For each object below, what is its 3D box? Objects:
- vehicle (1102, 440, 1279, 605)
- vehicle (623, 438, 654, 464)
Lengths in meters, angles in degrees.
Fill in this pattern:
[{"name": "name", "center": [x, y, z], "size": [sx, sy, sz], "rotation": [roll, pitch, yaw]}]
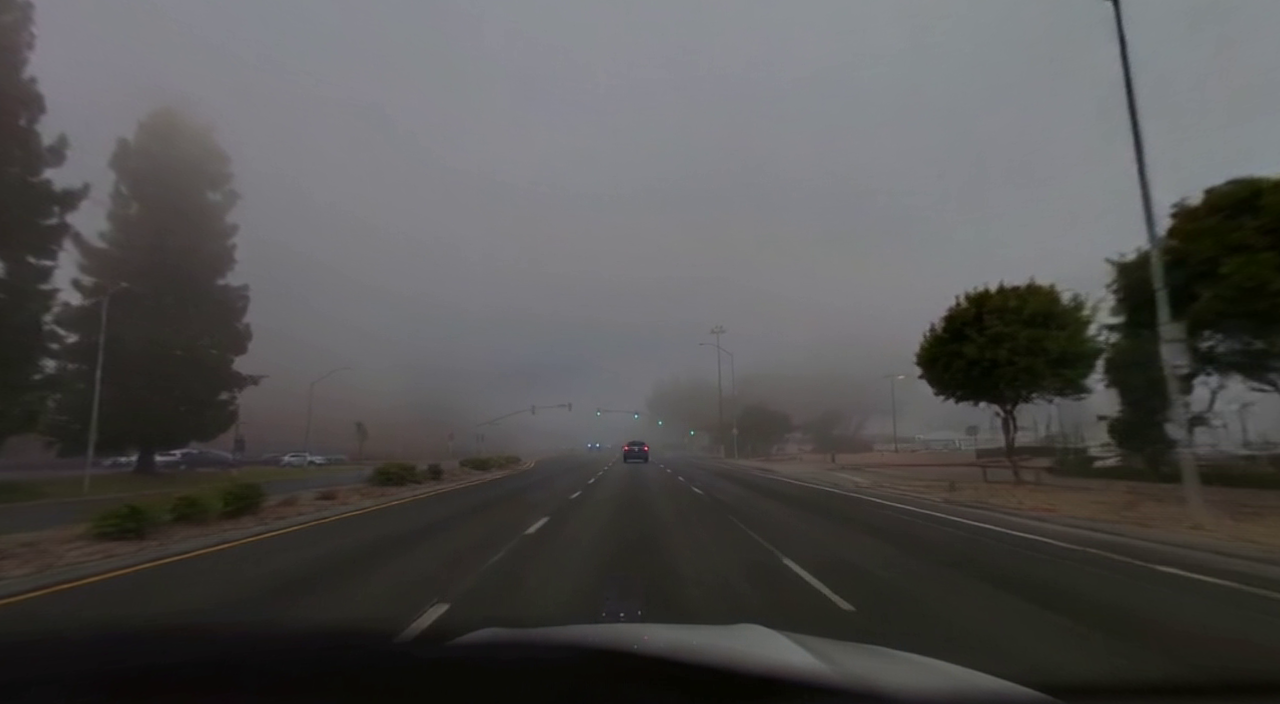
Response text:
[{"name": "vehicle", "center": [6.725, 1.501, 5.483], "size": [1.959, 1.466, 4.528], "rotation": [0, -9, -1]}, {"name": "vehicle", "center": [-0.157, 7.260, 46.218], "size": [2.188, 1.782, 3.982], "rotation": [0, -9, -1]}]
